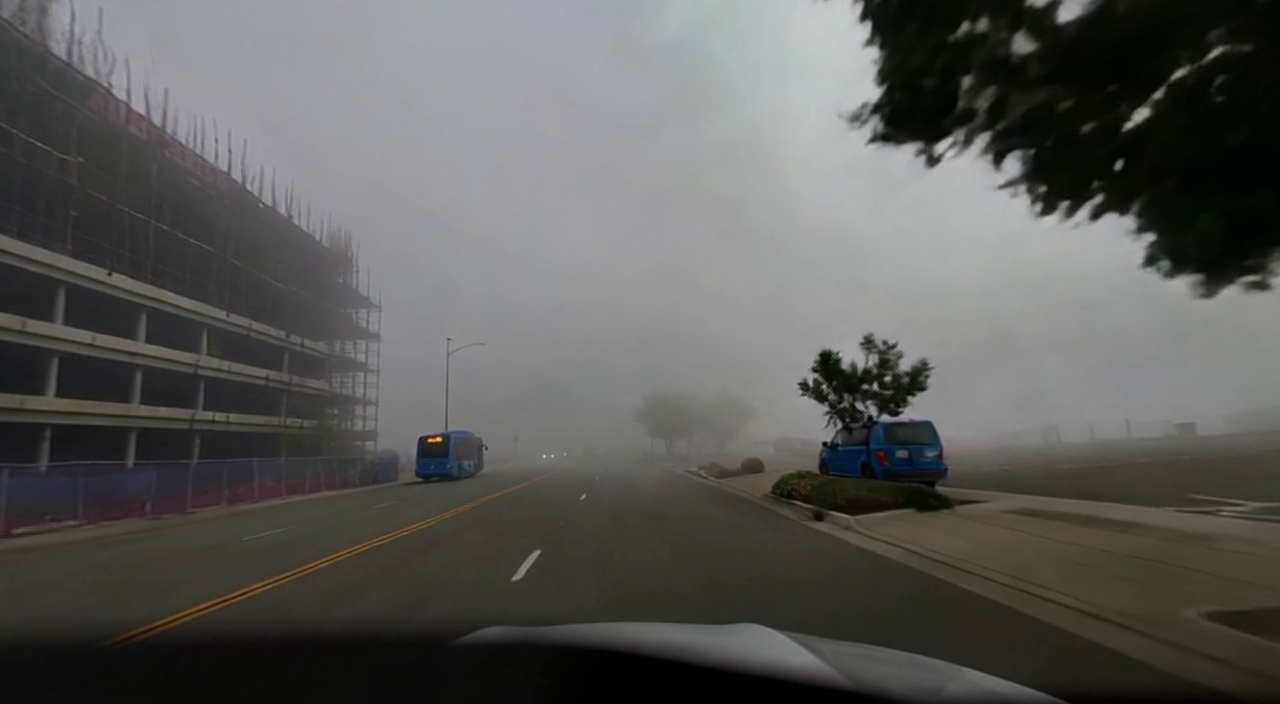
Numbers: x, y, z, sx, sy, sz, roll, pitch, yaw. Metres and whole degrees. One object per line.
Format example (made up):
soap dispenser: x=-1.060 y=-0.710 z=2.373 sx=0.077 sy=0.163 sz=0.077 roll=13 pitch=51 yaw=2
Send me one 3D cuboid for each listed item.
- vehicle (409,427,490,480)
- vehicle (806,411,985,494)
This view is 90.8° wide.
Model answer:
vehicle: x=-11.082 y=6.019 z=37.448 sx=2.979 sy=2.803 sz=5.962 roll=-1 pitch=-9 yaw=0
vehicle: x=6.733 y=2.840 z=17.671 sx=2.267 sy=1.911 sz=5.816 roll=1 pitch=-10 yaw=-4
